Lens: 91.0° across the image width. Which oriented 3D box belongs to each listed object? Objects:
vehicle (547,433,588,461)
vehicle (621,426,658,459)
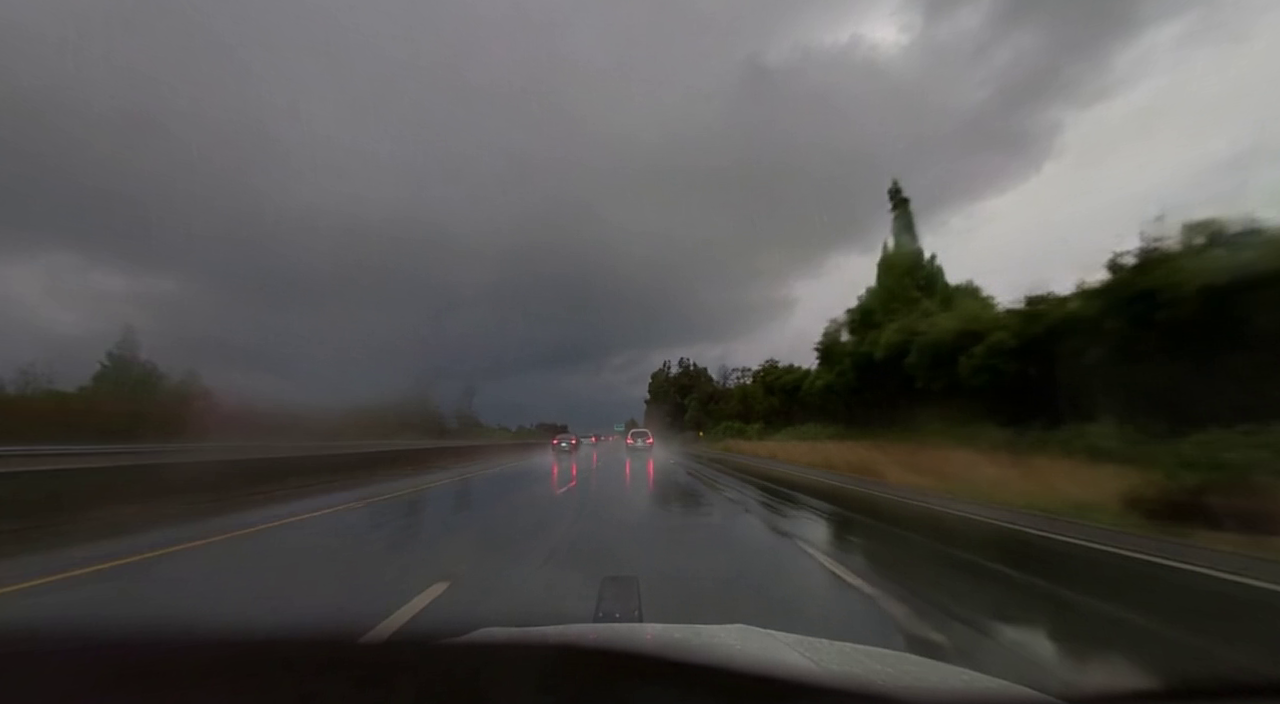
[{"bbox_3d":[-4.279,5.719,37.958,2.062,1.567,4.117,0,-8,-1],"label":"vehicle"},{"bbox_3d":[-0.104,5.775,40.233,2.223,1.957,4.416,0,-8,-2],"label":"vehicle"}]
